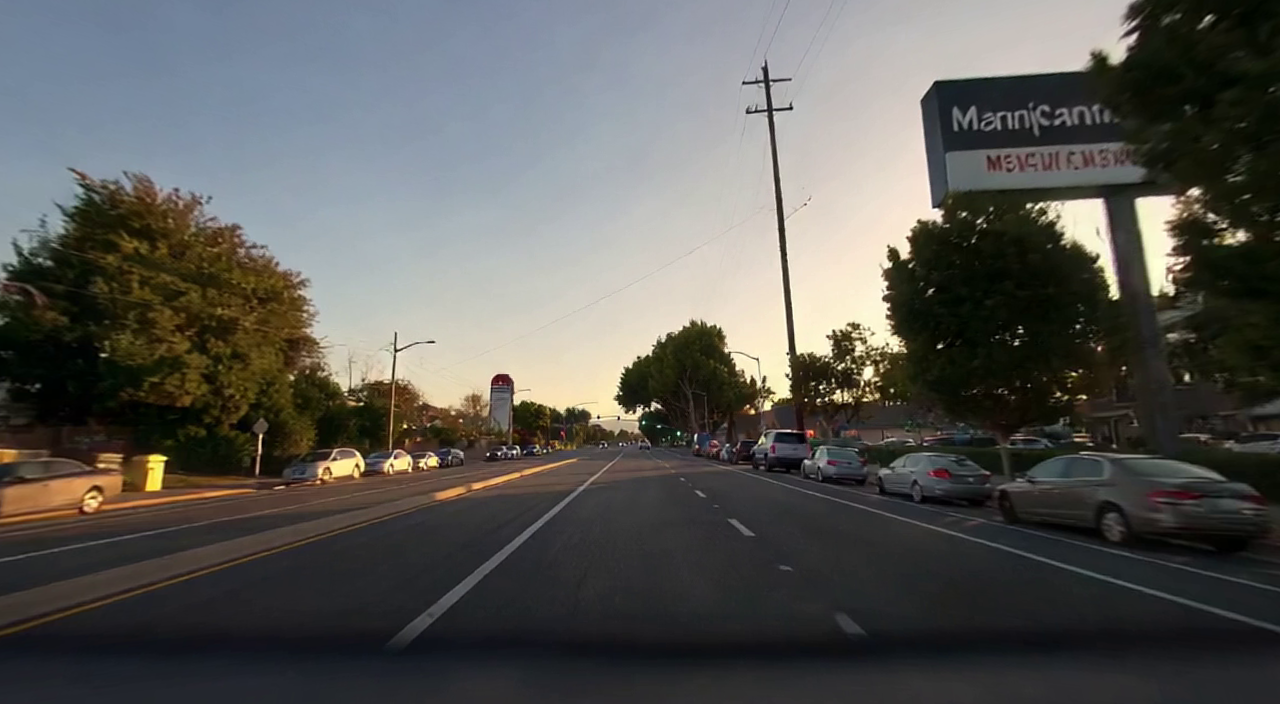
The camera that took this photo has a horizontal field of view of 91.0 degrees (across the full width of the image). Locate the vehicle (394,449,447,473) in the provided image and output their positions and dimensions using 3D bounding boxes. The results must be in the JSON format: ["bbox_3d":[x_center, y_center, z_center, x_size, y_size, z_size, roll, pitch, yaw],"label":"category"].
[{"bbox_3d":[-14.452,7.162,41.663,1.880,1.488,4.483,0,-9,1],"label":"vehicle"}]

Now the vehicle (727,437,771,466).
[{"bbox_3d":[7.784,7.158,45.438,2.092,1.887,5.632,0,-9,-1],"label":"vehicle"}]

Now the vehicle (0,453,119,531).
[{"bbox_3d":[-14.392,3.048,13.845,1.829,1.594,4.627,0,-9,0],"label":"vehicle"}]

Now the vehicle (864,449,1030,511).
[{"bbox_3d":[7.802,3.274,16.663,1.811,1.361,4.852,0,-9,-2],"label":"vehicle"}]

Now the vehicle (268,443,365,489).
[{"bbox_3d":[-14.471,5.082,28.514,2.002,1.765,4.775,-3,-8,-2],"label":"vehicle"}]

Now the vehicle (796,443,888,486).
[{"bbox_3d":[8.006,4.487,25.433,1.992,1.499,4.715,-1,-9,-2],"label":"vehicle"}]

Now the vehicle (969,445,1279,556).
[{"bbox_3d":[7.953,2.397,11.011,1.902,1.499,4.492,0,-8,-1],"label":"vehicle"}]

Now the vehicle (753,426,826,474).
[{"bbox_3d":[7.827,5.257,33.629,2.327,2.296,5.692,0,-9,-2],"label":"vehicle"}]

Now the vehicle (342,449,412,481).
[{"bbox_3d":[-14.441,6.193,34.898,1.836,1.448,4.941,-1,-7,-1],"label":"vehicle"}]
